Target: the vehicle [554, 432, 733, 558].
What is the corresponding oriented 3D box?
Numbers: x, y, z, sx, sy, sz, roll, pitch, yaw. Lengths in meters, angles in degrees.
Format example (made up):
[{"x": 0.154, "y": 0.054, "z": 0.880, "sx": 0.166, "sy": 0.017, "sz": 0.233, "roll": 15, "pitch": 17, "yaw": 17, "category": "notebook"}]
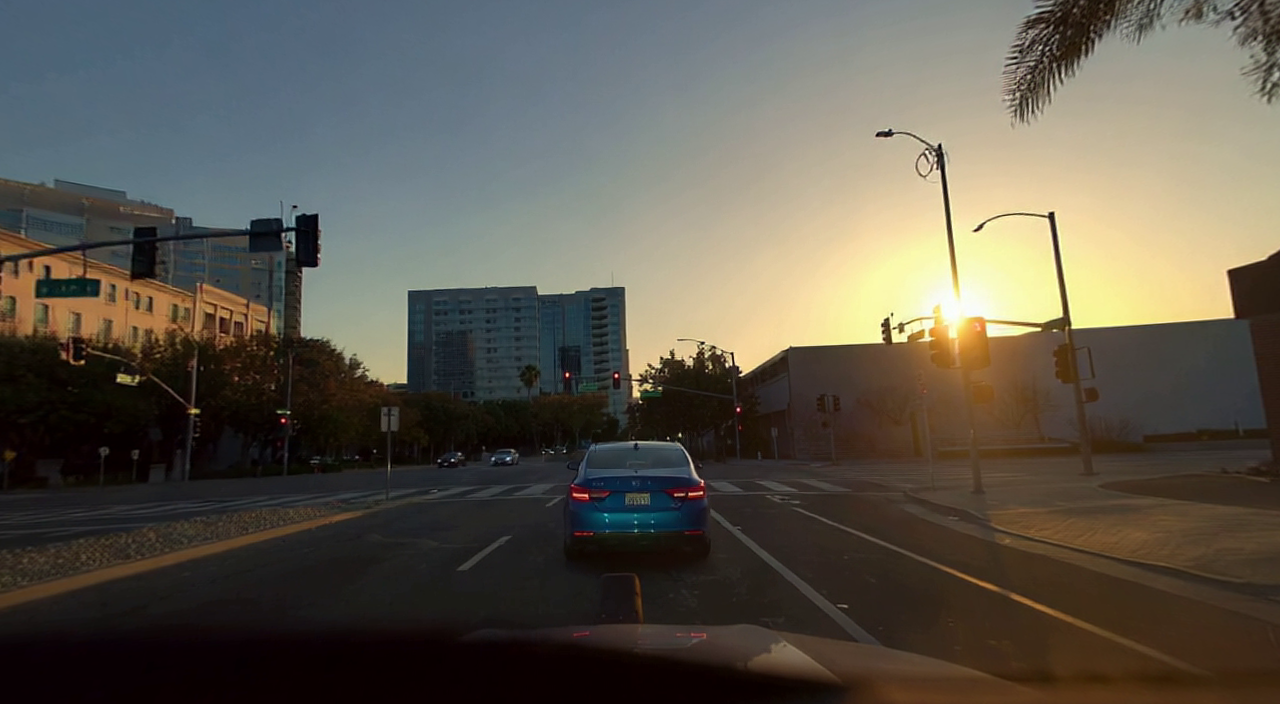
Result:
[{"x": 0.016, "y": 1.993, "z": 9.516, "sx": 2.107, "sy": 1.470, "sz": 3.974, "roll": 0, "pitch": -9, "yaw": -1, "category": "vehicle"}]
